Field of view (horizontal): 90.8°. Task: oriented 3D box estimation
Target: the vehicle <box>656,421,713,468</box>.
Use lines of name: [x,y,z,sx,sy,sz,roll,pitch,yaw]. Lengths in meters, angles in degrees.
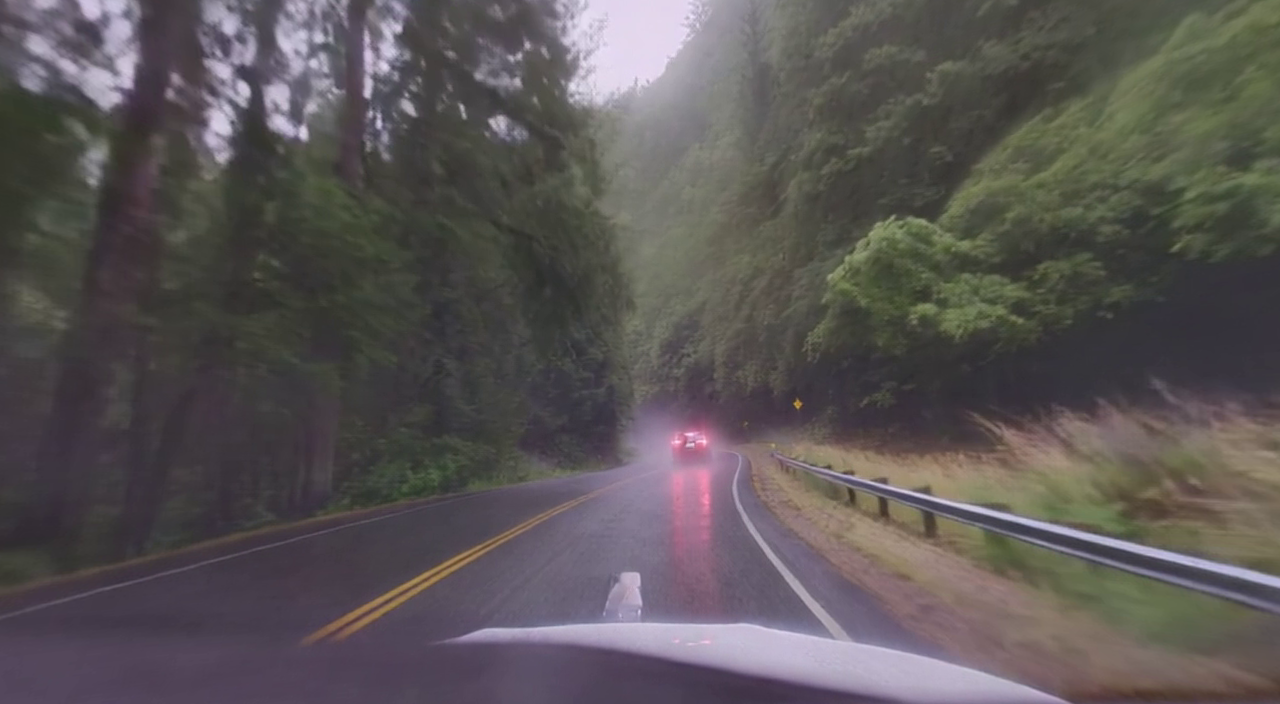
vehicle: [2.328,4.646,31.656,2.469,1.953,5.605,-6,-9,5]
